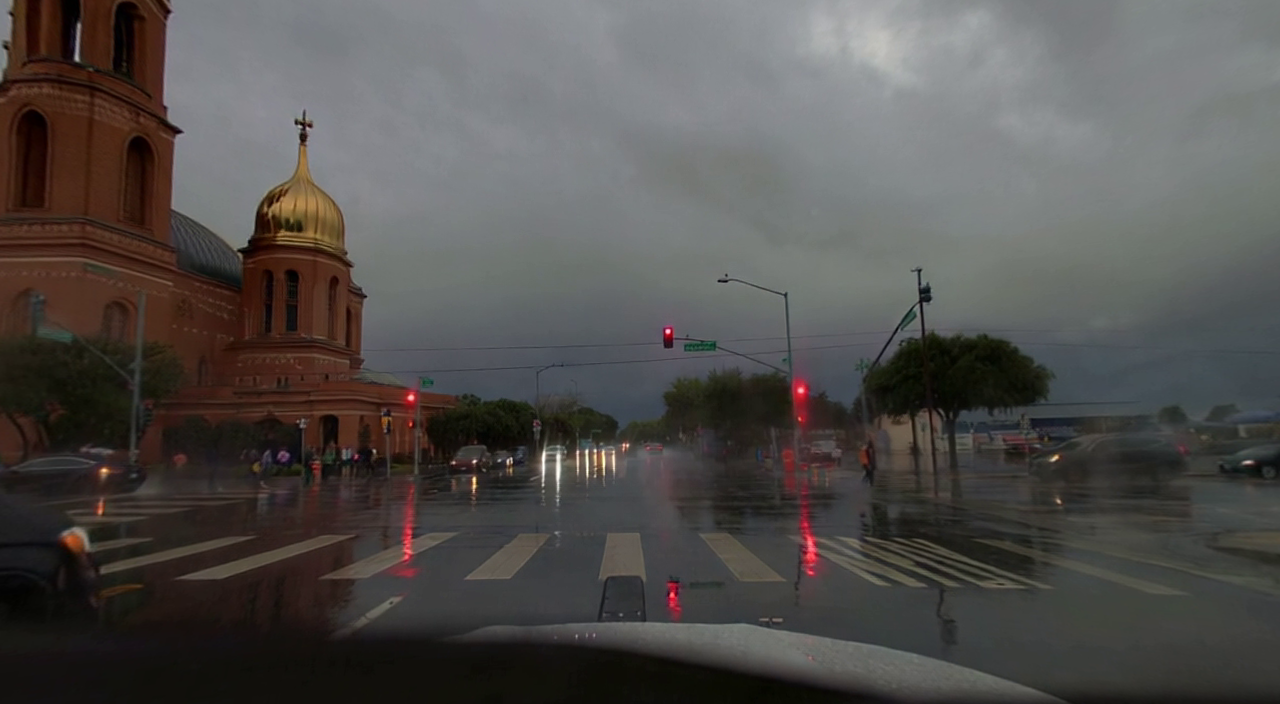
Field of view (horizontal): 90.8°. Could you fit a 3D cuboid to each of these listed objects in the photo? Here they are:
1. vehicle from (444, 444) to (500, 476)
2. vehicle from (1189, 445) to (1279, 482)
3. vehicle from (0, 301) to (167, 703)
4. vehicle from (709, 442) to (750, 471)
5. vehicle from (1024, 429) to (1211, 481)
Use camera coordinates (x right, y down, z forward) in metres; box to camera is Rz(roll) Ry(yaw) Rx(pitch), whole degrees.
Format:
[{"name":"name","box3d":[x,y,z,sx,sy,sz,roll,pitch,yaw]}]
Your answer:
[{"name":"vehicle","box3d":[-10.229,6.610,38.956,2.076,1.876,4.669,0,-8,1]},{"name":"vehicle","box3d":[26.384,4.682,26.682,4.561,1.475,1.850,0,-8,0]},{"name":"vehicle","box3d":[-3.886,0.503,0.706,2.251,2.009,5.688,0,-8,0]},{"name":"vehicle","box3d":[5.824,6.850,41.489,1.969,1.776,4.329,0,-8,-1]},{"name":"vehicle","box3d":[19.877,4.291,26.550,5.852,2.057,2.361,0,-8,0]}]
